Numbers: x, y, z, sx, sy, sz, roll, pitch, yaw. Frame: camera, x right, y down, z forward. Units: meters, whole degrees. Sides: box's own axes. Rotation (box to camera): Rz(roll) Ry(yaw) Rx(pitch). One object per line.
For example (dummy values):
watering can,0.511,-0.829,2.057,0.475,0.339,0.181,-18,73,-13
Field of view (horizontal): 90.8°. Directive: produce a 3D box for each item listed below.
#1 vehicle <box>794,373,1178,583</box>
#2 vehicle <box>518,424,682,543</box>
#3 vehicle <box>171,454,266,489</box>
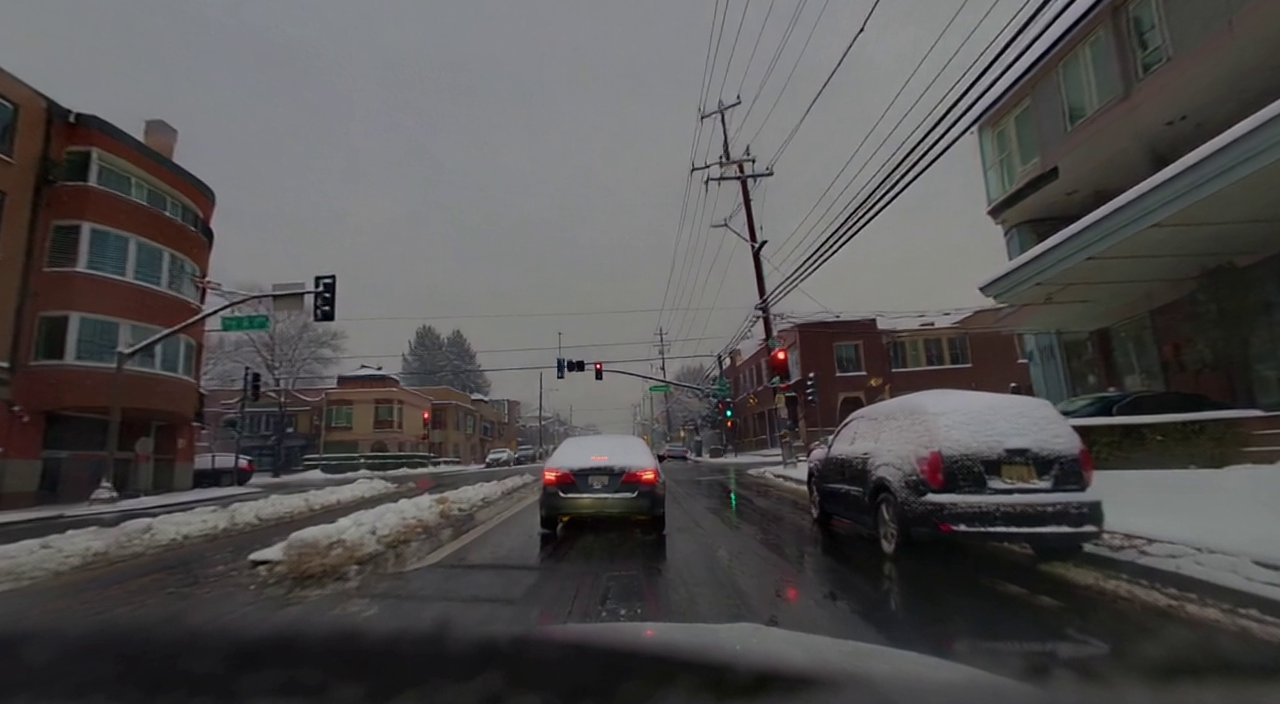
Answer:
vehicle,3.835,1.518,8.451,2.248,1.945,5.011,0,-8,0
vehicle,-0.489,1.920,9.940,2.019,1.453,4.129,0,-8,0
vehicle,-25.334,7.196,38.054,4.337,1.739,1.981,-5,-11,2
